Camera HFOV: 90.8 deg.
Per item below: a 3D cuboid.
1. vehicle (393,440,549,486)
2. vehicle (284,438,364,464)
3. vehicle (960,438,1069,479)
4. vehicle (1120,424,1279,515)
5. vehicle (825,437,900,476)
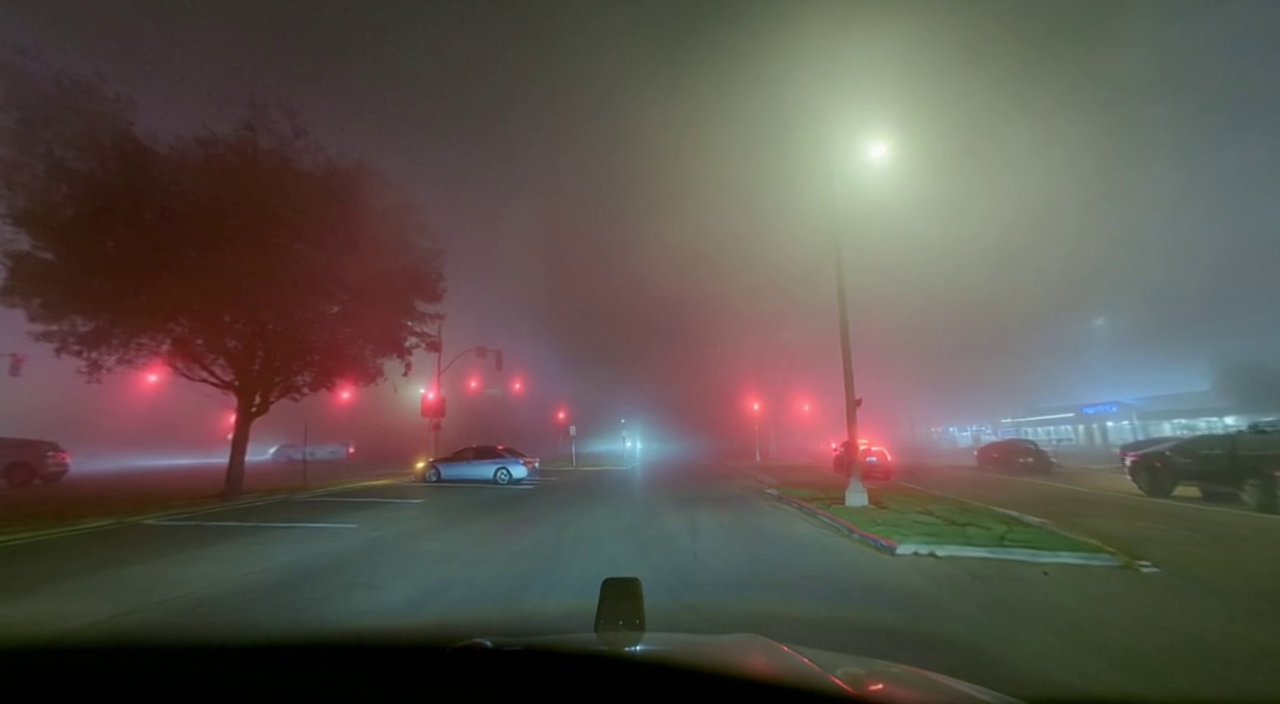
[{"bbox_3d":[-5.832,3.844,22.075,4.792,1.468,2.116,-2,-9,11],"label":"vehicle"},{"bbox_3d":[-22.306,7.017,44.815,4.906,1.784,1.913,3,-9,-23],"label":"vehicle"},{"bbox_3d":[14.918,4.242,25.492,1.951,1.491,4.359,-1,-8,4],"label":"vehicle"},{"bbox_3d":[12.770,2.458,13.692,1.921,1.657,4.400,-2,-9,11],"label":"vehicle"},{"bbox_3d":[9.473,4.478,27.295,2.061,1.519,4.794,-1,-8,8],"label":"vehicle"}]
